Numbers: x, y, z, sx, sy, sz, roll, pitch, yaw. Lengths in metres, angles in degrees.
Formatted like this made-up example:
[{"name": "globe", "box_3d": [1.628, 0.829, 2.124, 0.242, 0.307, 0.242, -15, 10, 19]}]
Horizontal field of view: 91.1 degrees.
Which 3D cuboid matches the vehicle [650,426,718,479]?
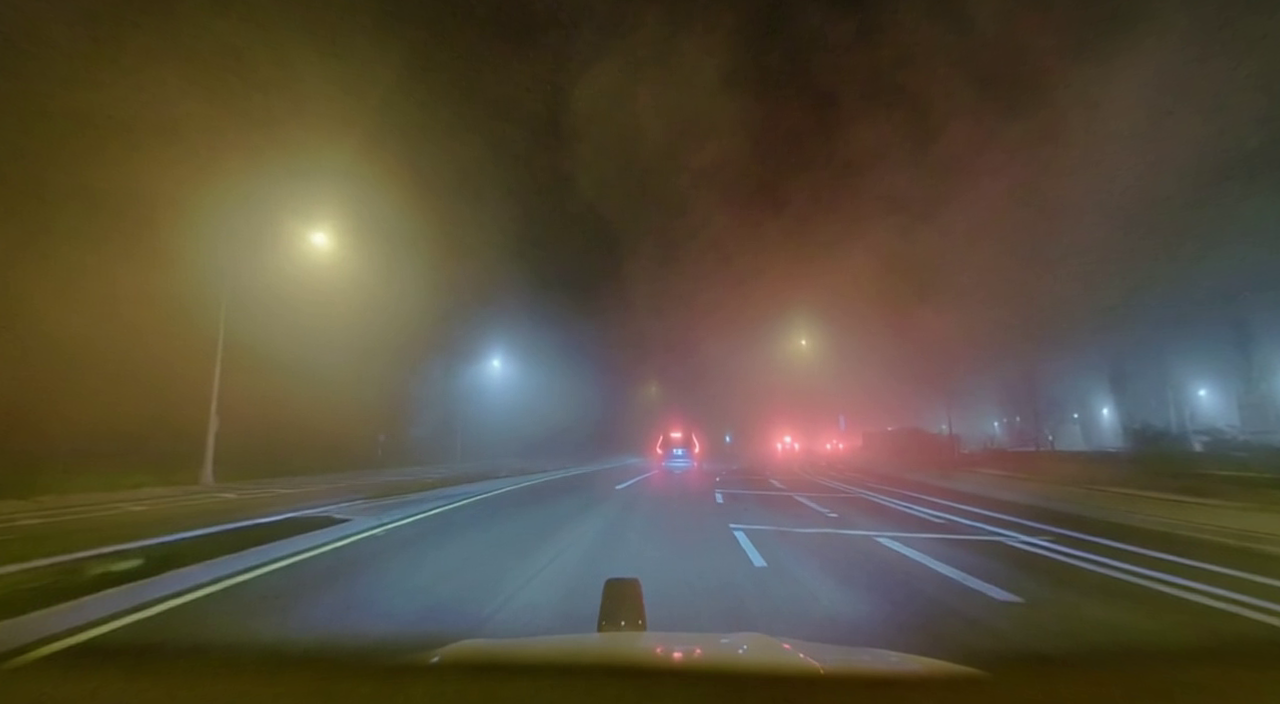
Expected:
[{"name": "vehicle", "box_3d": [1.965, 4.167, 26.273, 2.371, 1.926, 5.615, -1, -9, 8]}]
